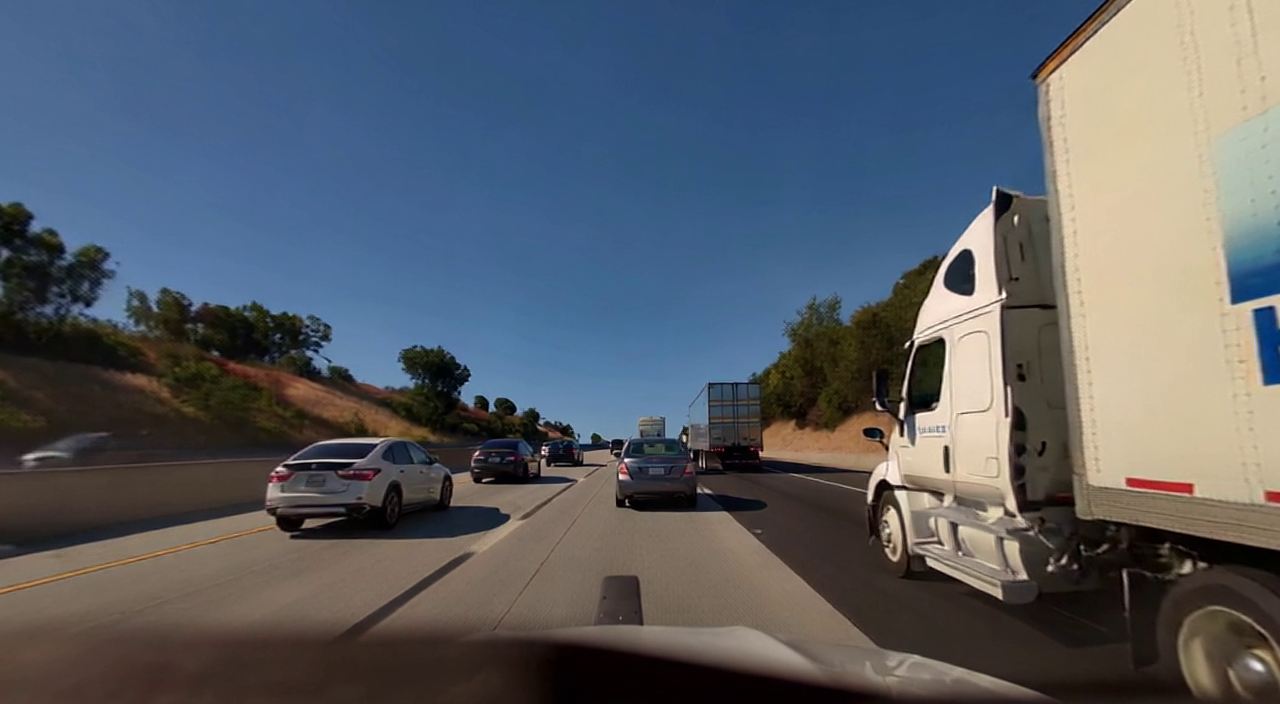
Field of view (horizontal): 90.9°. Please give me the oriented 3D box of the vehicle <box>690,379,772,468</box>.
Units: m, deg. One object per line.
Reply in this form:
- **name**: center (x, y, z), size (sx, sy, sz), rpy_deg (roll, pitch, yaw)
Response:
- **vehicle**: center (4.773, 4.269, 36.285), size (2.892, 4.101, 14.252), rpy_deg (0, -8, 1)

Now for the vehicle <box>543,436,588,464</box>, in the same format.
- **vehicle**: center (-4.186, 5.564, 36.052), size (1.887, 1.493, 4.411), rpy_deg (0, -8, 1)

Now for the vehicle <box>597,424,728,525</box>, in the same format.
- **vehicle**: center (0.350, 2.096, 11.346), size (1.973, 1.505, 3.568), rpy_deg (0, -8, 0)

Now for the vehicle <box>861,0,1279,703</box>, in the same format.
- **vehicle**: center (4.030, -0.053, 4.011), size (2.982, 3.860, 6.011), rpy_deg (0, -8, 0)

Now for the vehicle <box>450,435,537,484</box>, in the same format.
- **vehicle**: center (-4.748, 3.525, 21.055), size (1.880, 1.458, 3.978), rpy_deg (0, -8, 1)

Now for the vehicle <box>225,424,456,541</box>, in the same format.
- **vehicle**: center (-4.459, 1.950, 10.111), size (1.821, 1.514, 3.677), rpy_deg (0, -8, 1)
